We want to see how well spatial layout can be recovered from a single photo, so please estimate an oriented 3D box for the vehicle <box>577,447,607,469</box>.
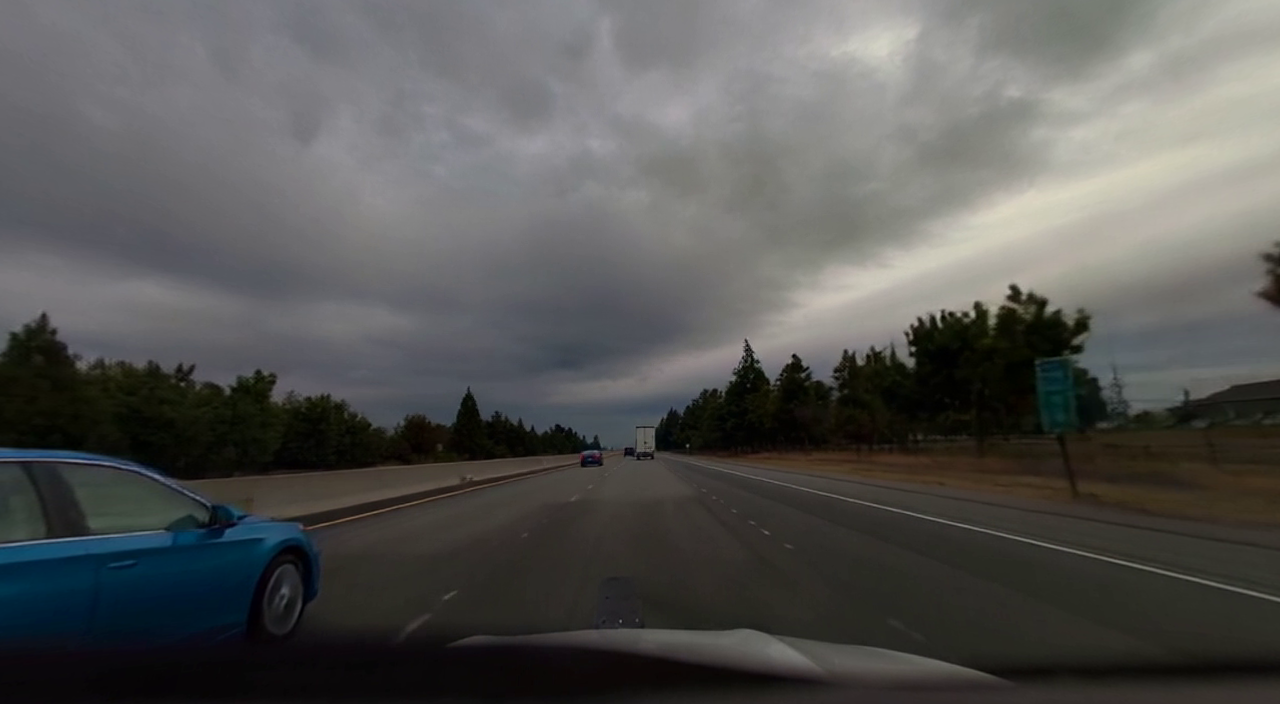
[{"bbox_3d":[-3.577,7.954,47.273,2.018,1.548,3.849,0,-9,-1],"label":"vehicle"}]
